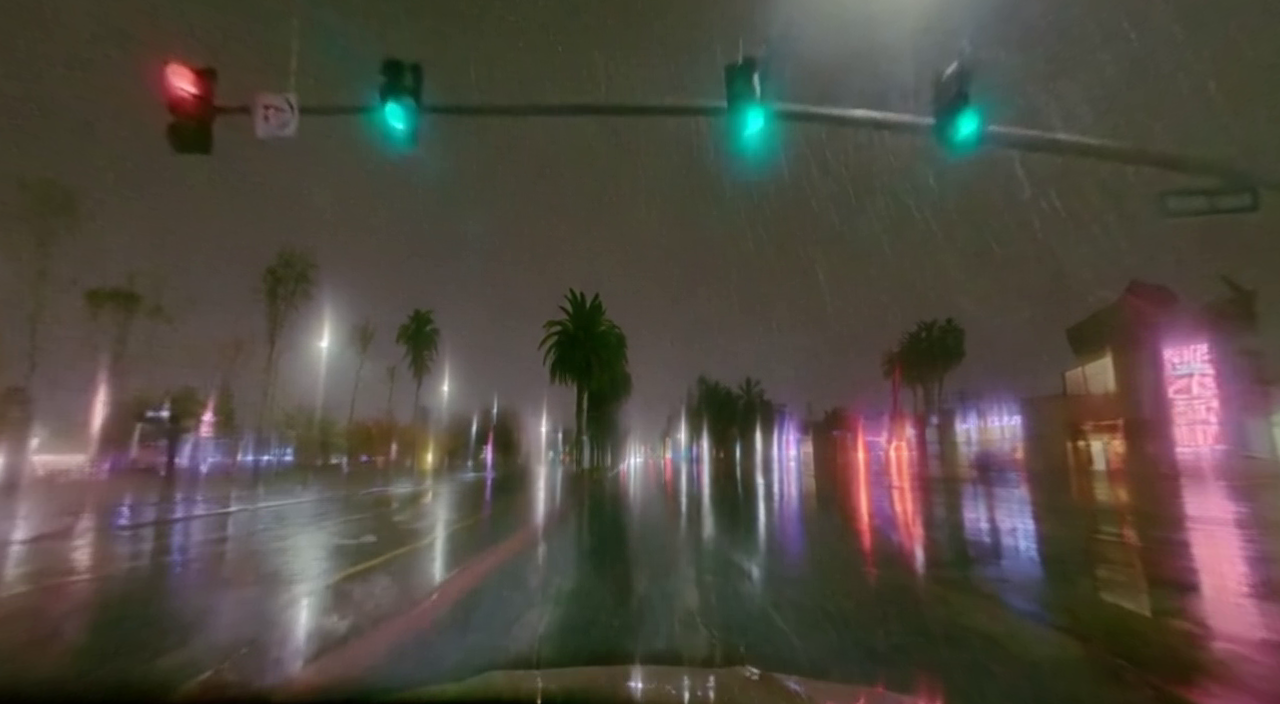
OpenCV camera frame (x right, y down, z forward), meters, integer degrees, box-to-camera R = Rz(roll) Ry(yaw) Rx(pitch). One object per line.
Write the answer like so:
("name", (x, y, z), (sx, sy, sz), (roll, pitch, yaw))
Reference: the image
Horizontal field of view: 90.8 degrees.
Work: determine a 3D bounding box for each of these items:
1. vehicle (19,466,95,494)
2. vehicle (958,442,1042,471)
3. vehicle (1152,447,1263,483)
("vehicle", (-37.176, 8.145, 40.251), (4.301, 1.605, 1.898), (-4, -10, 25))
("vehicle", (20.349, 5.912, 35.780), (3.576, 1.443, 1.822), (-2, -8, -2))
("vehicle", (22.599, 4.490, 25.199), (3.280, 1.344, 1.518), (2, -9, -12))
